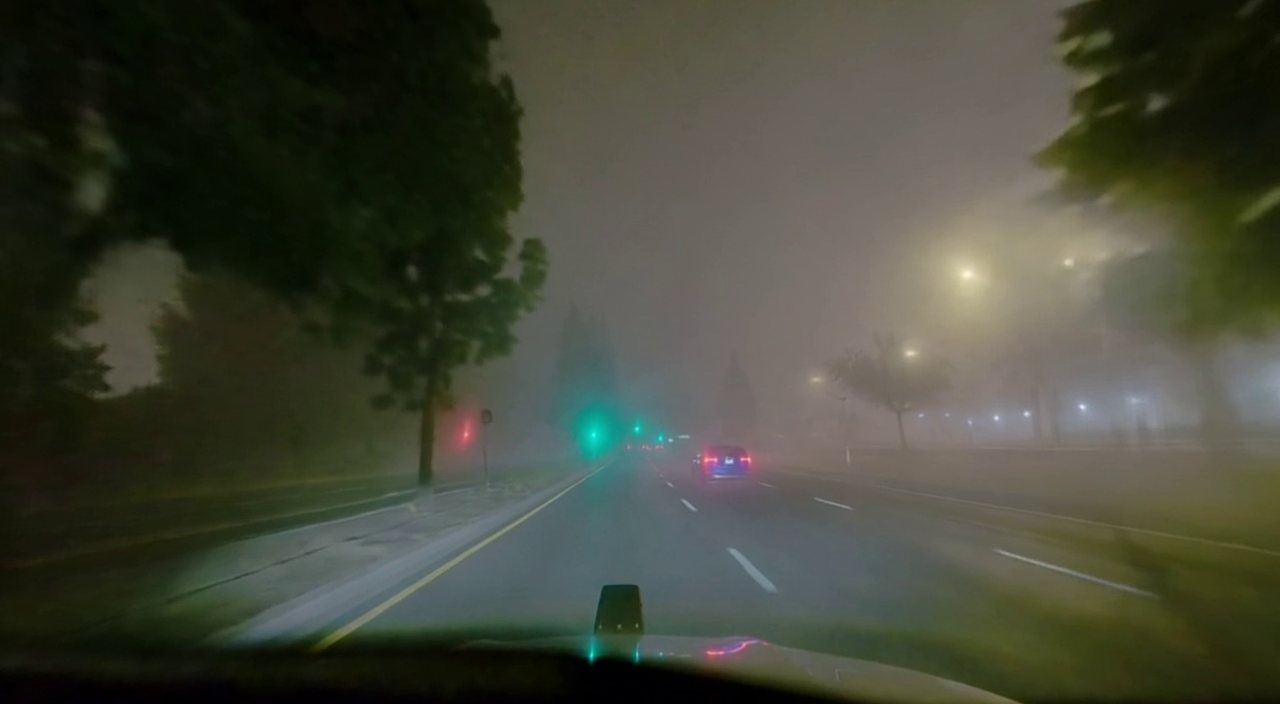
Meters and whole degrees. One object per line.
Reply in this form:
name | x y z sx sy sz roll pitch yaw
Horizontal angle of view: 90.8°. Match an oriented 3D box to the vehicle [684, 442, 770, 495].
vehicle | 2.641 3.651 20.212 2.056 1.483 4.091 0 -8 -1
